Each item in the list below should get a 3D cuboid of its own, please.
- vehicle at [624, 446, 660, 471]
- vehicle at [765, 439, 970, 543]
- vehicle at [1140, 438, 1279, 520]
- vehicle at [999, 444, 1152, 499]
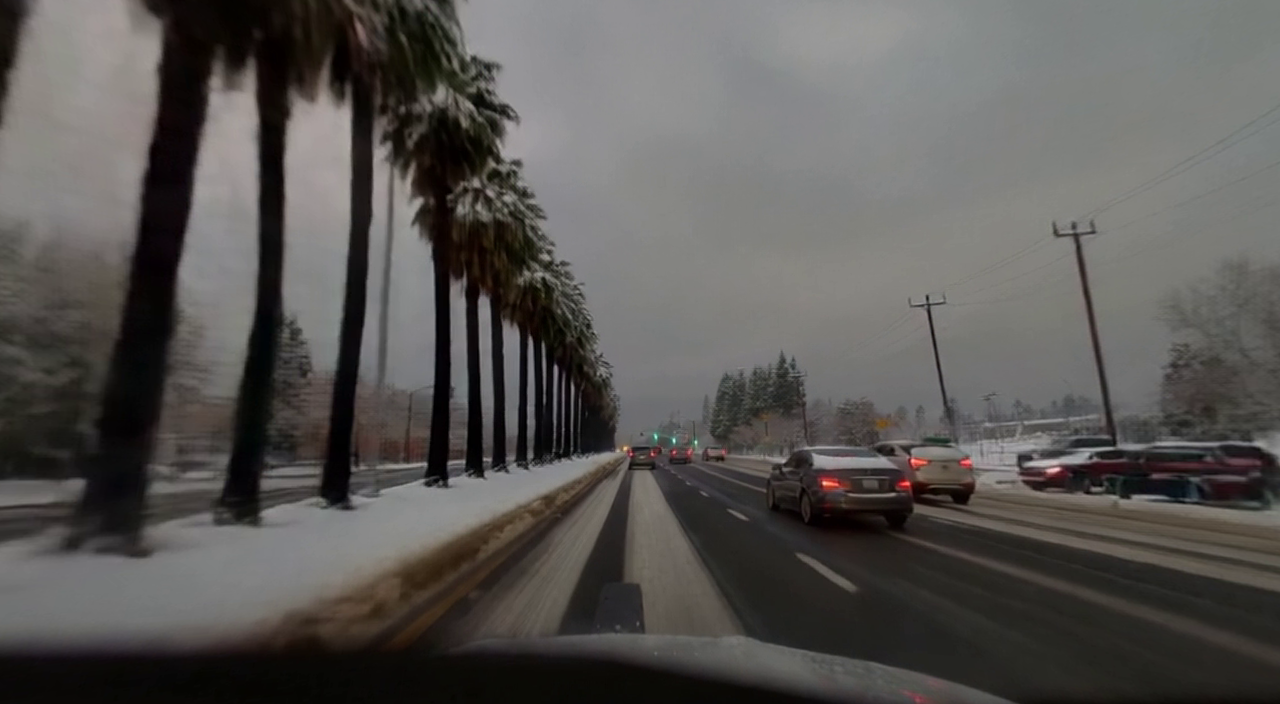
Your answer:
[{"bbox_3d":[0.078,6.404,38.206,2.031,1.444,4.361,0,-9,-1],"label":"vehicle"},{"bbox_3d":[3.682,2.316,11.248,1.875,1.452,4.453,0,-9,-2],"label":"vehicle"},{"bbox_3d":[15.140,3.070,15.676,1.954,1.800,4.165,0,-9,0],"label":"vehicle"},{"bbox_3d":[15.151,4.140,22.377,2.017,1.710,4.715,0,-9,0],"label":"vehicle"}]
